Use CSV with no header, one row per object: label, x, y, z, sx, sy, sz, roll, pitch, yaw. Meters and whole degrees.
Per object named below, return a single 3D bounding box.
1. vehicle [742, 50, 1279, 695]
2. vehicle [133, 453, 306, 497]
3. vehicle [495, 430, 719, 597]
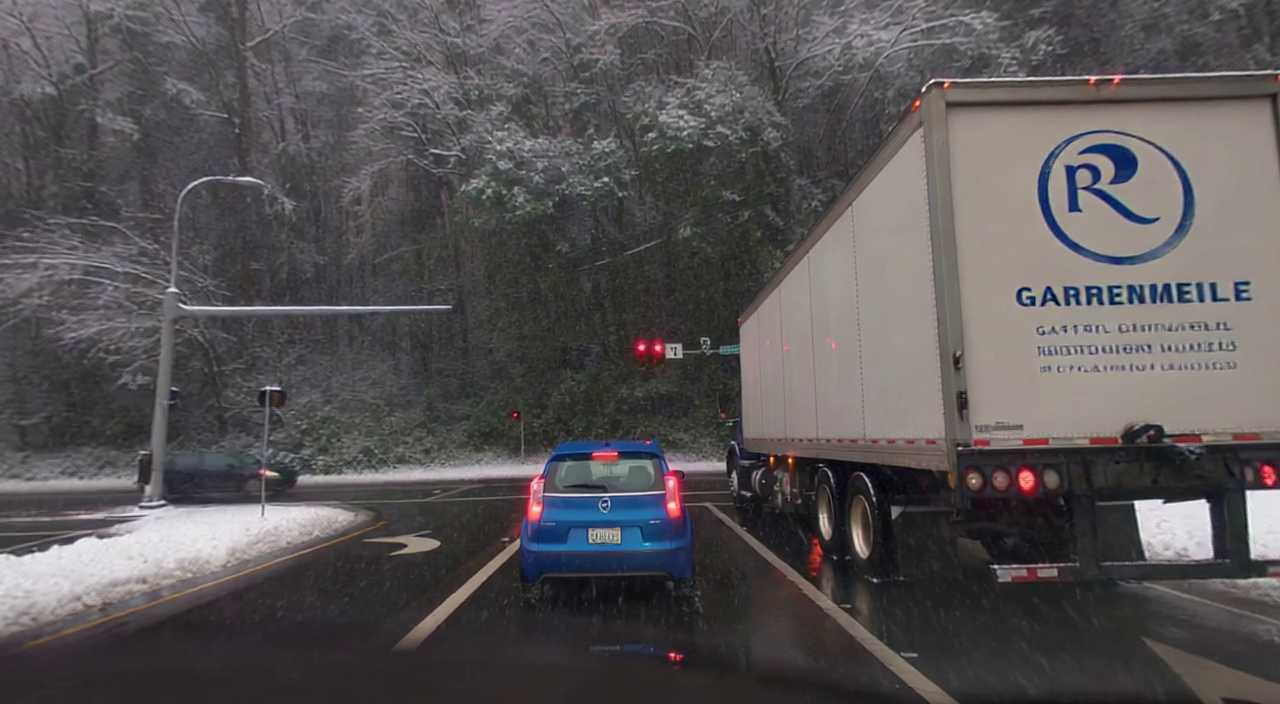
vehicle,3.512,0.724,8.477,2.884,3.753,9.763,0,-9,1
vehicle,-15.039,4.409,22.775,4.761,1.436,1.870,1,-9,-7
vehicle,-0.325,1.712,7.426,1.975,1.457,3.526,0,-9,-1
